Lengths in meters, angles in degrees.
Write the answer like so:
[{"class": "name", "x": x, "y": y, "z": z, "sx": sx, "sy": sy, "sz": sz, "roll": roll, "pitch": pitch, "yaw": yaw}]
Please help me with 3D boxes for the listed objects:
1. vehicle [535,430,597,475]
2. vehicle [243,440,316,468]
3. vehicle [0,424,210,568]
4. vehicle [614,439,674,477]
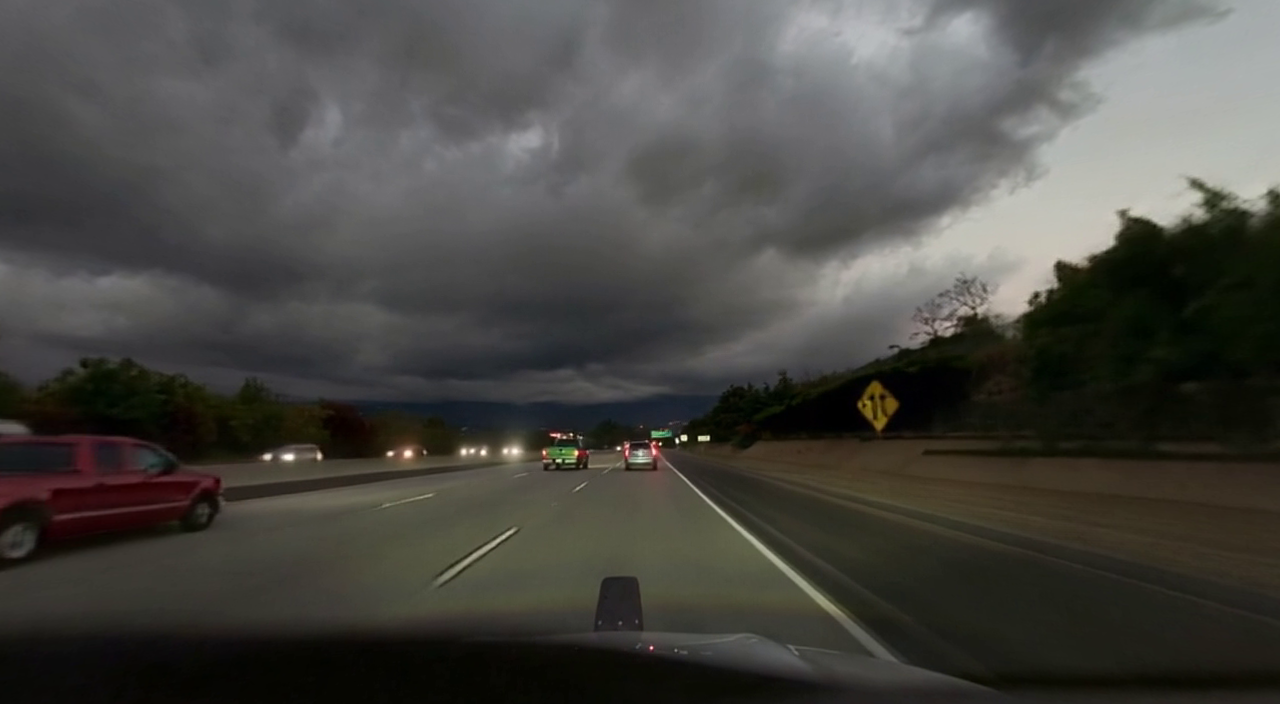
[{"class": "vehicle", "x": -3.419, "y": 4.814, "z": 30.240, "sx": 2.250, "sy": 1.947, "sz": 4.860, "roll": 0, "pitch": -9, "yaw": 2}, {"class": "vehicle", "x": -24.919, "y": 7.053, "z": 43.759, "sx": 2.028, "sy": 1.820, "sz": 4.970, "roll": 0, "pitch": -9, "yaw": 1}, {"class": "vehicle", "x": -7.906, "y": 1.678, "z": 7.709, "sx": 2.149, "sy": 1.526, "sz": 4.361, "roll": 0, "pitch": -9, "yaw": 1}, {"class": "vehicle", "x": 0.233, "y": 5.162, "z": 30.963, "sx": 2.715, "sy": 1.669, "sz": 5.163, "roll": 0, "pitch": -9, "yaw": 1}]
